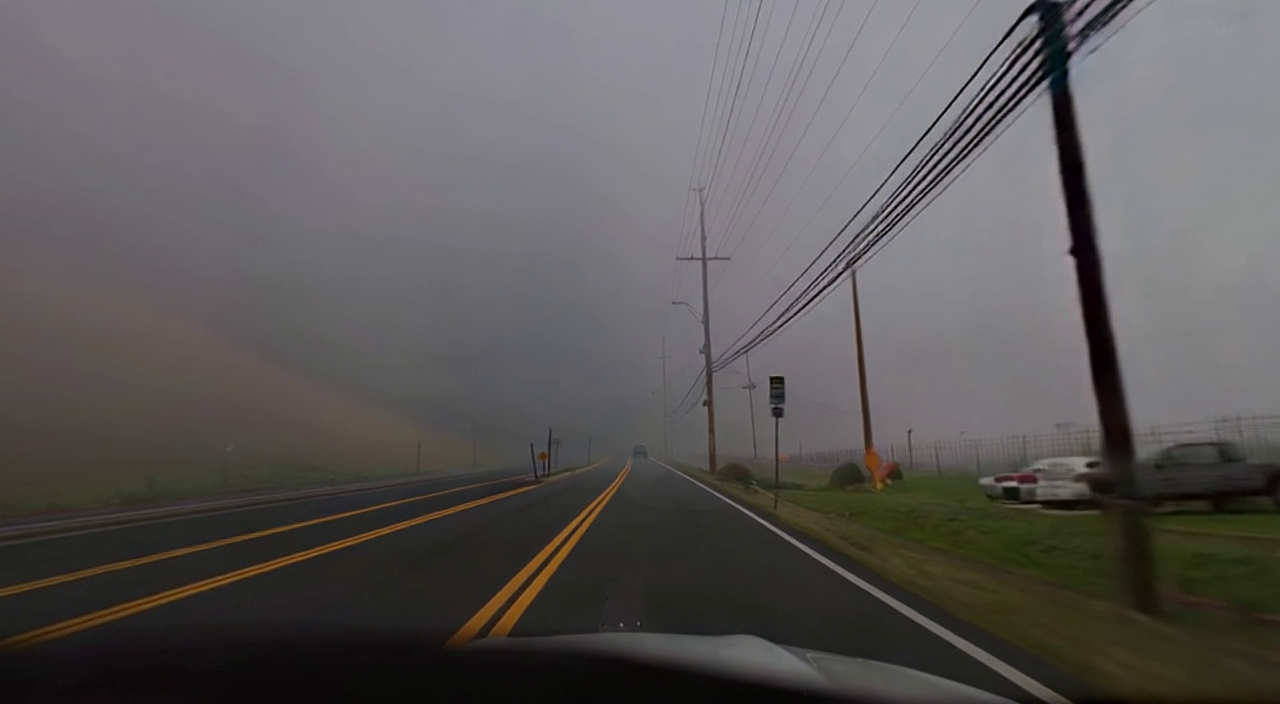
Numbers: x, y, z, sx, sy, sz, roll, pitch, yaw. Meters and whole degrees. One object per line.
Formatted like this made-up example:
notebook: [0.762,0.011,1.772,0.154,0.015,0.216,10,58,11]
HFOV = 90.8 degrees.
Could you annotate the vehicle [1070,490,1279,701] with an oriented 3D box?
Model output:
vehicle: [6.060,2.083,5.444,1.926,1.497,3.988,0,-9,1]

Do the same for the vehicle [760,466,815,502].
vehicle: [6.874,6.197,29.855,1.781,1.432,4.169,-1,-9,2]

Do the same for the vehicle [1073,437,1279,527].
vehicle: [14.914,3.393,16.772,4.982,1.869,2.265,-4,-11,0]

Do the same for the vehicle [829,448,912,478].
vehicle: [15.500,7.465,42.694,4.798,1.934,1.908,0,-9,1]
